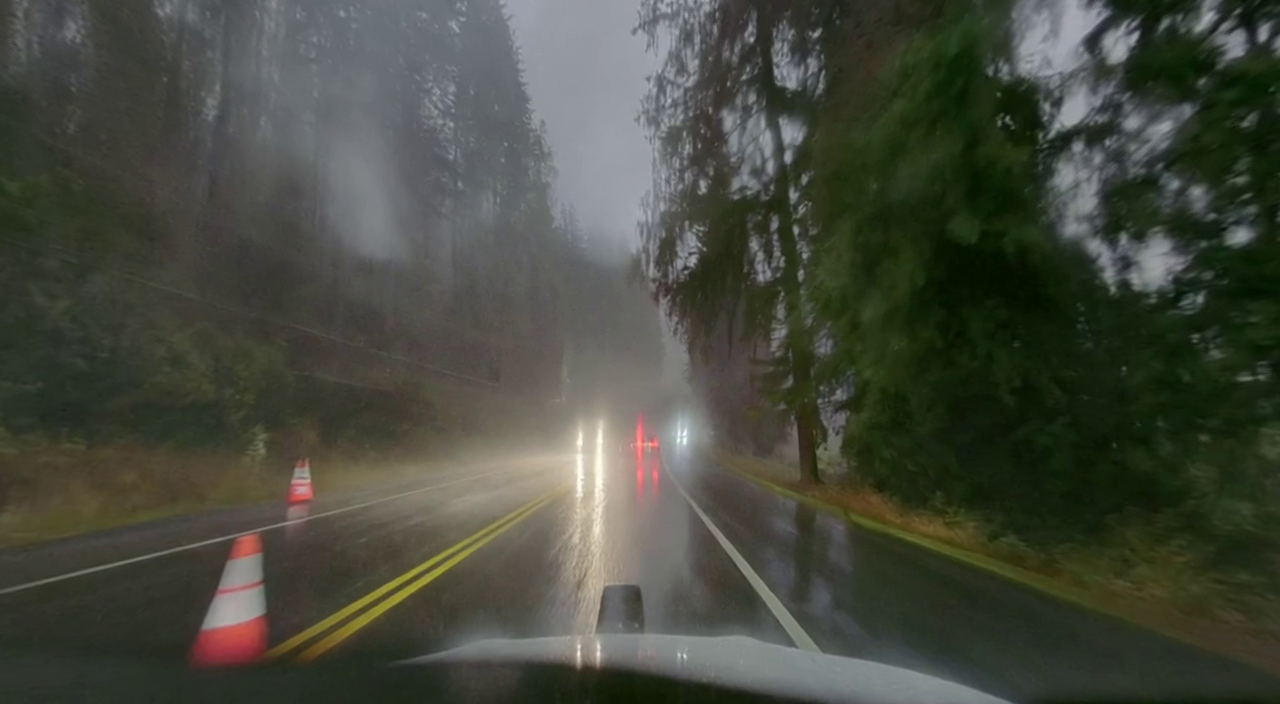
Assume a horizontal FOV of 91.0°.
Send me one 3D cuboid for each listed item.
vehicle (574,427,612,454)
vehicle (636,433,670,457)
[{"bbox_3d":[-3.423,6.608,46.705,2.079,1.880,4.493,-1,-8,5],"label":"vehicle"},{"bbox_3d":[0.884,6.171,41.617,2.042,1.489,3.963,0,-8,4],"label":"vehicle"}]
